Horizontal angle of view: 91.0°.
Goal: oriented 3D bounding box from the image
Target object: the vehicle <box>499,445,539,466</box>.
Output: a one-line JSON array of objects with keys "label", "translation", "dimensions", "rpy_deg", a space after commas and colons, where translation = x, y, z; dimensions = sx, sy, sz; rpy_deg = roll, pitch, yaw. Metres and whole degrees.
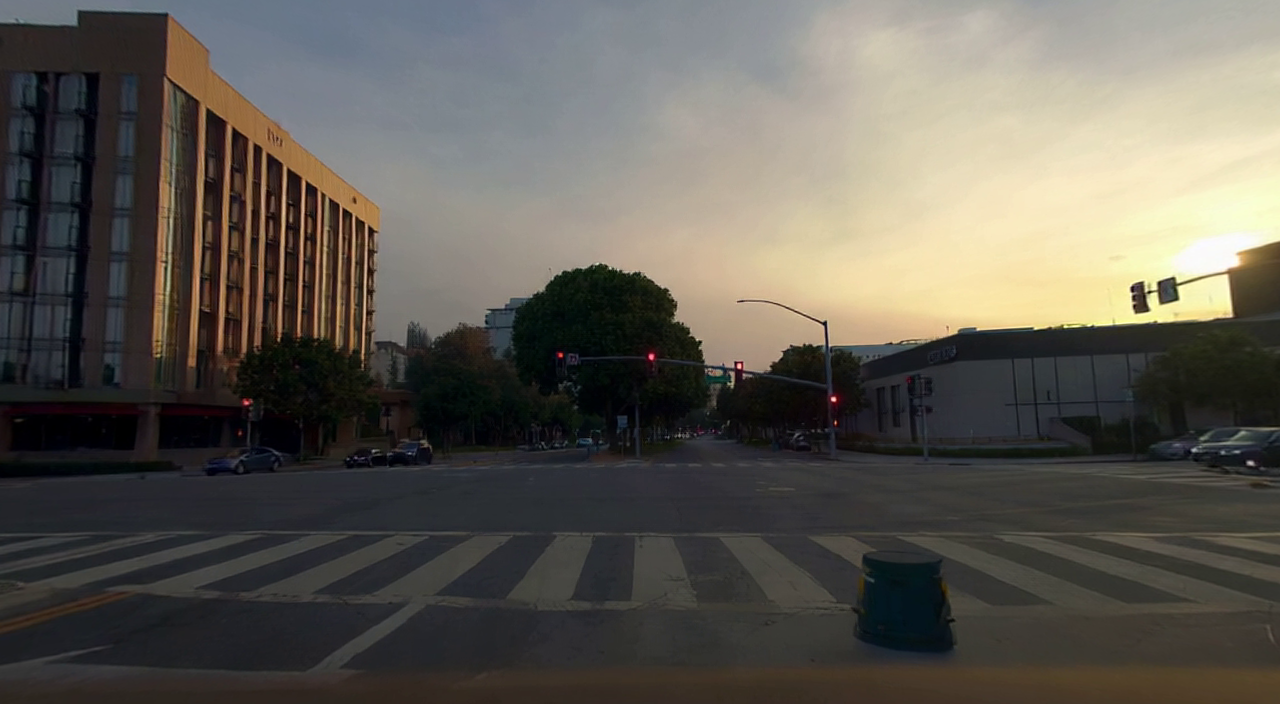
[{"label": "vehicle", "translation": [-8.115, 7.004, 42.605], "dimensions": [1.910, 1.321, 3.692], "rpy_deg": [0, -9, 2]}]

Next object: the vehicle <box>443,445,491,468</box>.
[{"label": "vehicle", "translation": [-11.657, 7.072, 42.685], "dimensions": [1.911, 1.476, 4.297], "rpy_deg": [-1, -9, 2]}]

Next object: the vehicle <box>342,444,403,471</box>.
[{"label": "vehicle", "translation": [-18.585, 7.348, 44.002], "dimensions": [2.237, 1.801, 4.541], "rpy_deg": [0, -9, 1]}]

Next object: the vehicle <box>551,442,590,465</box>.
[{"label": "vehicle", "translation": [-4.551, 6.711, 41.673], "dimensions": [1.954, 1.431, 4.050], "rpy_deg": [0, -9, 2]}]

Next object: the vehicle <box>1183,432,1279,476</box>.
[{"label": "vehicle", "translation": [22.307, 3.581, 22.246], "dimensions": [4.474, 1.477, 1.908], "rpy_deg": [0, -9, -2]}]

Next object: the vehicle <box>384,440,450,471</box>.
[{"label": "vehicle", "translation": [-15.151, 7.035, 43.151], "dimensions": [2.340, 1.946, 5.450], "rpy_deg": [0, -9, 2]}]

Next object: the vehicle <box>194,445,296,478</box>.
[{"label": "vehicle", "translation": [-23.289, 6.437, 37.329], "dimensions": [2.032, 1.839, 4.884], "rpy_deg": [-3, -9, 16]}]
